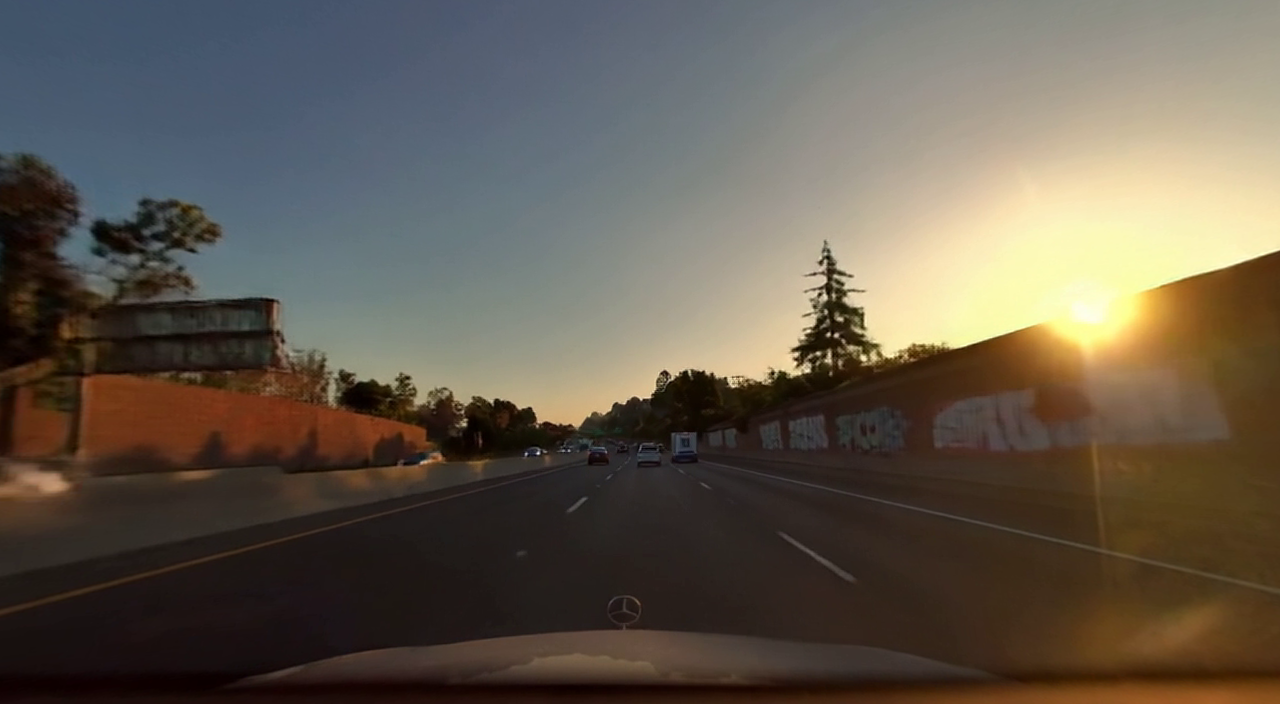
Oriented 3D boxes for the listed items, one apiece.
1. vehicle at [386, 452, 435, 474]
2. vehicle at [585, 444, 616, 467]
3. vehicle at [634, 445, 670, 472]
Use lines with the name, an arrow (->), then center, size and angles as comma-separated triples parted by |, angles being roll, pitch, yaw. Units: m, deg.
vehicle -> -16.346, 7.903, 45.116 | 1.884, 1.462, 4.122 | 0, -9, 0
vehicle -> -2.971, 7.937, 48.500 | 2.095, 1.671, 4.193 | 0, -9, 0
vehicle -> 0.661, 6.282, 37.216 | 2.009, 1.506, 4.091 | 0, -9, 0
